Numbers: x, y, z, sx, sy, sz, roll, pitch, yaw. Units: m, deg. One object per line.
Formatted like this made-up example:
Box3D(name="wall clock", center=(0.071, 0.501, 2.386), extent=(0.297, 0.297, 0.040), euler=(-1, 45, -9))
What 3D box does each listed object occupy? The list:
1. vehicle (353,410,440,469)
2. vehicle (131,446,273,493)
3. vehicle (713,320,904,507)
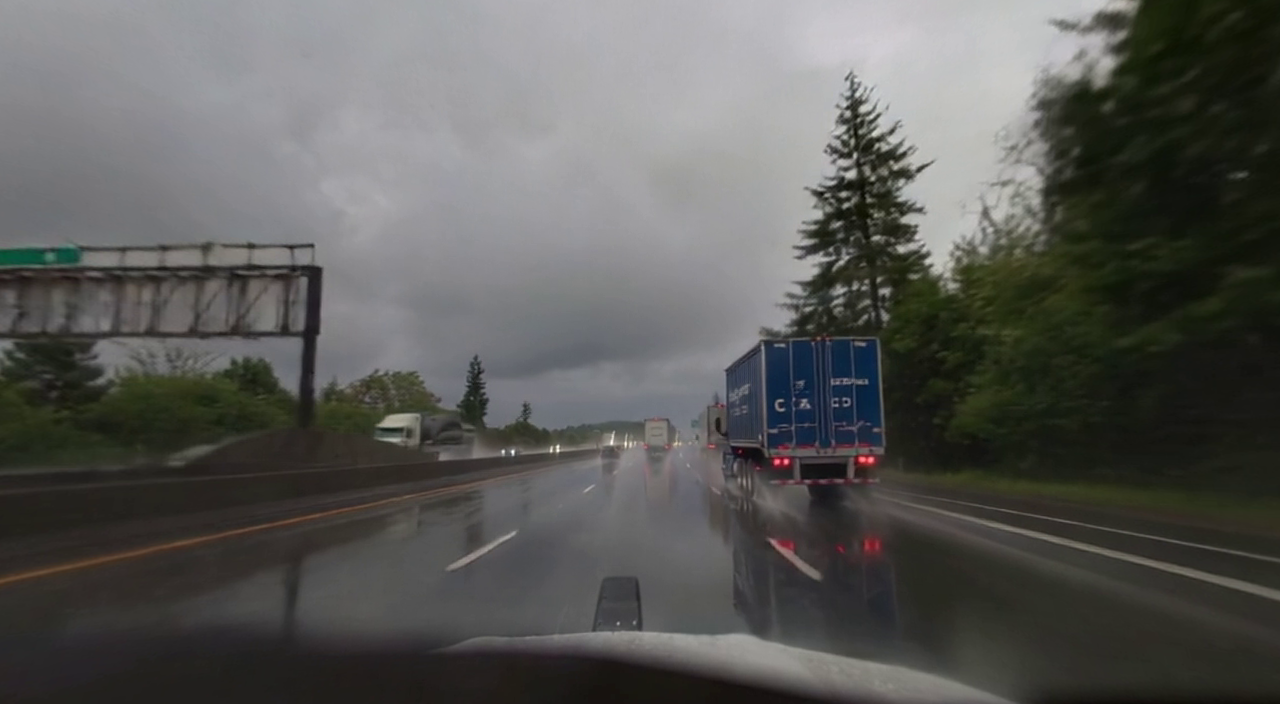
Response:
Box3D(name="vehicle", center=(-15.816, 5.754, 41.432), extent=(3.037, 3.540, 6.335), euler=(0, -7, 1))
Box3D(name="vehicle", center=(-16.575, 4.418, 24.169), extent=(1.980, 1.538, 4.622), euler=(-1, -8, 3))
Box3D(name="vehicle", center=(4.027, 1.907, 18.005), extent=(2.920, 3.860, 10.035), euler=(0, -8, 2))
